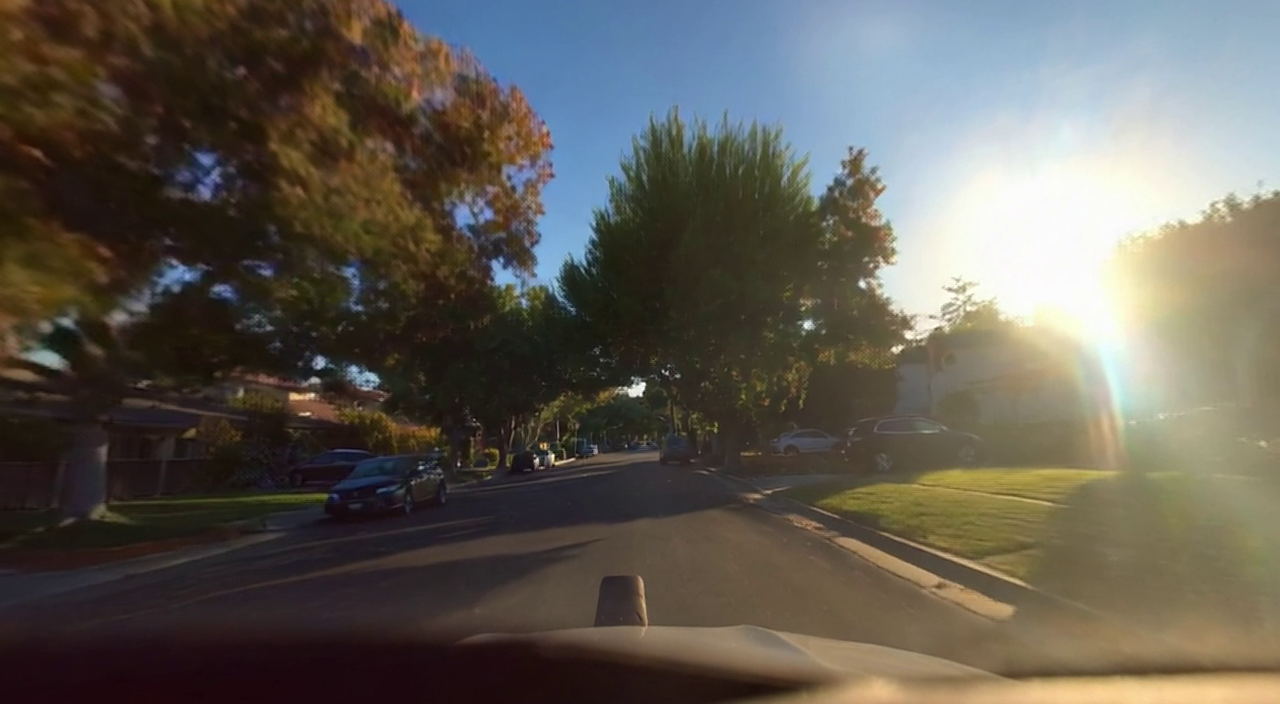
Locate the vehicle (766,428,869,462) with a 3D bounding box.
[{"bbox_3d":[8.572,4.517,30.803,4.331,1.570,2.009,0,-8,-2],"label":"vehicle"}]

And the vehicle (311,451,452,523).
[{"bbox_3d":[-6.089,3.177,15.369,1.878,1.496,3.535,0,-8,1],"label":"vehicle"}]

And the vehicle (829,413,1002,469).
[{"bbox_3d":[8.641,2.835,20.111,4.599,1.652,1.903,0,-8,-2],"label":"vehicle"}]

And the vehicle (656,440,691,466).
[{"bbox_3d":[2.030,6.208,39.111,2.022,1.483,4.565,0,-8,2],"label":"vehicle"}]
